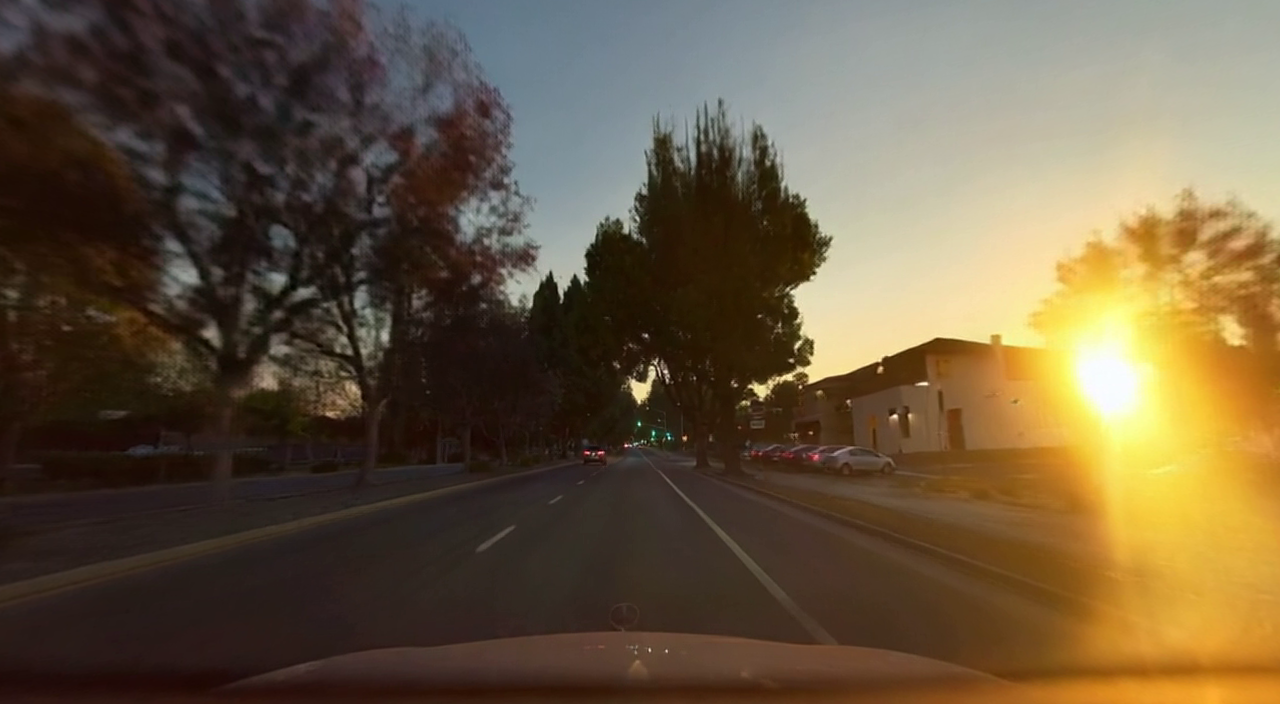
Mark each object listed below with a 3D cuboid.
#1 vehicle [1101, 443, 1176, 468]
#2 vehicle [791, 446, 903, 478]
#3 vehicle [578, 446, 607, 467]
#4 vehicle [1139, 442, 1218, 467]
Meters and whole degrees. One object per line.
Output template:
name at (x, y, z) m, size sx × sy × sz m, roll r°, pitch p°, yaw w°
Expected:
vehicle at (33.703, 6.981, 42.857) m, size 1.852 × 1.604 × 3.693 m, roll 1°, pitch -9°, yaw -5°
vehicle at (9.597, 5.109, 29.513) m, size 4.466 × 1.440 × 2.091 m, roll 1°, pitch -9°, yaw -5°
vehicle at (-3.647, 8.101, 49.261) m, size 2.030 × 1.550 × 3.925 m, roll 0°, pitch -9°, yaw 0°
vehicle at (36.339, 6.931, 42.739) m, size 1.767 × 1.614 × 3.791 m, roll 1°, pitch -9°, yaw -6°
